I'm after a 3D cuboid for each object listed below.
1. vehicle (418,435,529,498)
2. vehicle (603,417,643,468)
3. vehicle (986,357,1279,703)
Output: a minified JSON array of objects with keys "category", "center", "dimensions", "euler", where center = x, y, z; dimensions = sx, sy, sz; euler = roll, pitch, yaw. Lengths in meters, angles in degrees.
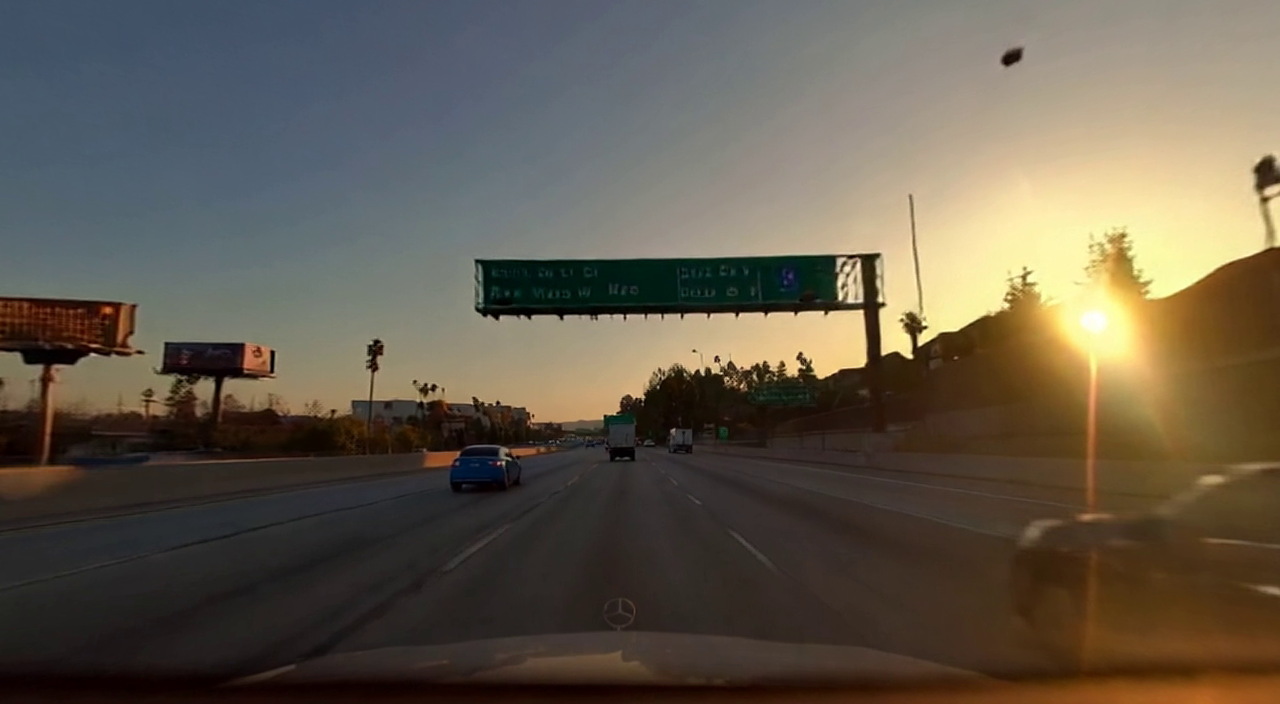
[{"category":"vehicle","center":[-4.716,3.323,18.749],"dimensions":[2.021,1.598,4.887],"euler":[0,-8,-1]},{"category":"vehicle","center":[-1.112,5.777,40.230],"dimensions":[2.364,2.953,6.495],"euler":[0,-8,-2]},{"category":"vehicle","center":[3.056,0.700,1.118],"dimensions":[2.175,1.598,4.584],"euler":[0,-8,-2]}]
